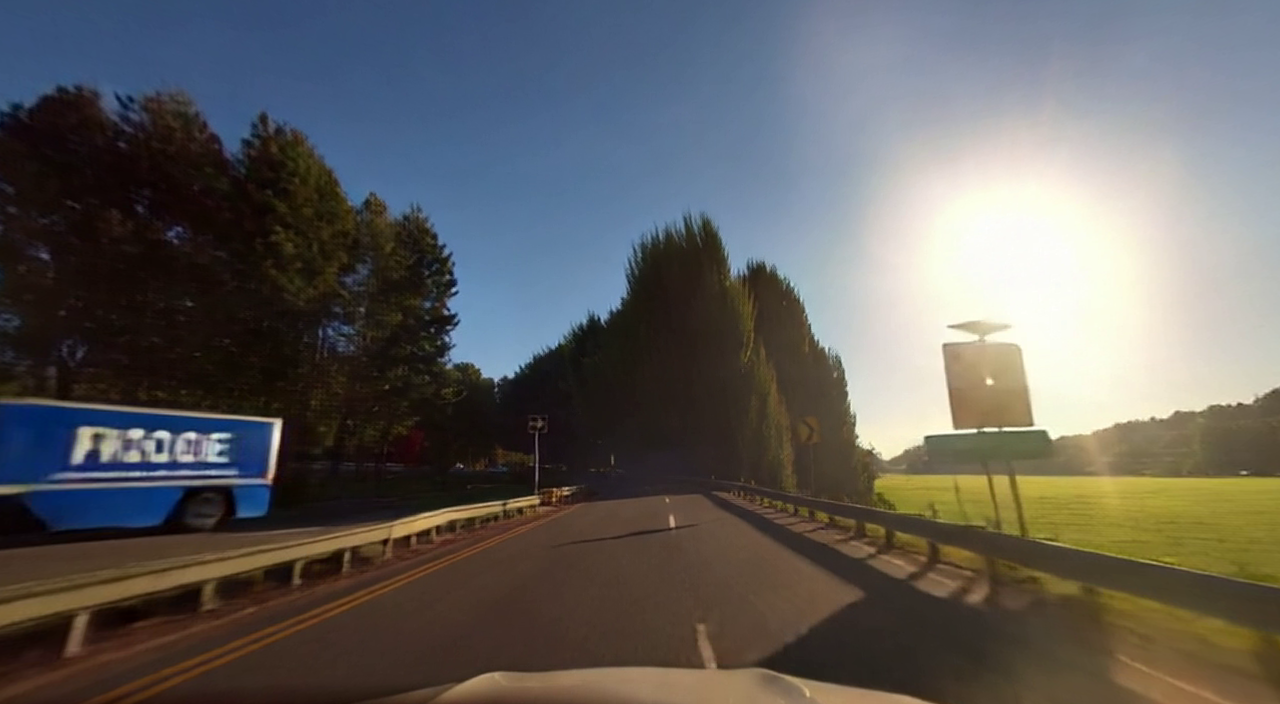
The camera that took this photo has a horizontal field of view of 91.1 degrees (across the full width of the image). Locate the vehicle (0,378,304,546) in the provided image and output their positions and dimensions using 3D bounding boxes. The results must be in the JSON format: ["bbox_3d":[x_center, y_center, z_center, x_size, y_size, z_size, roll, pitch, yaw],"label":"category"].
[{"bbox_3d":[-15.238,3.413,19.392,2.935,4.083,7.922,-5,-12,27],"label":"vehicle"}]
